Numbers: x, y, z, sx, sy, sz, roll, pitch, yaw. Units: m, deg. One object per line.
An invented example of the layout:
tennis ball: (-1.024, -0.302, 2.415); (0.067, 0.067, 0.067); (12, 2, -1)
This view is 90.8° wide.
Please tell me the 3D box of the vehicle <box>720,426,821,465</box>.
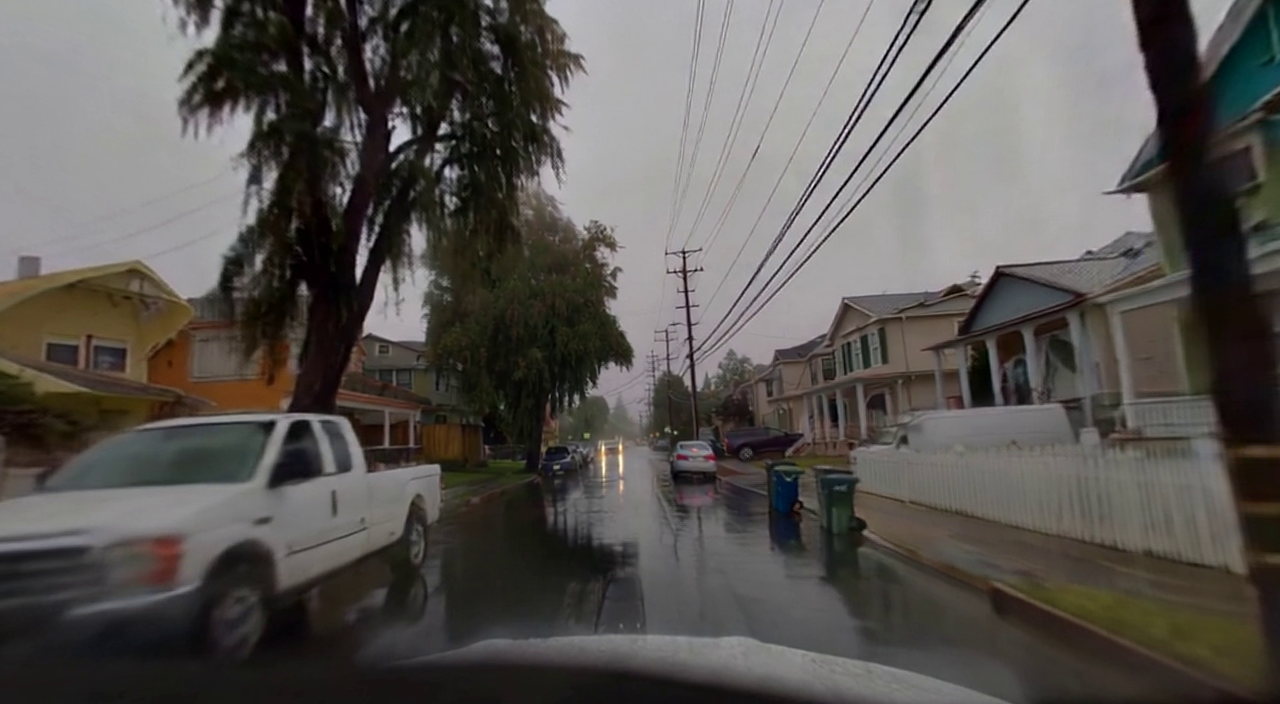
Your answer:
vehicle: (7.427, 5.333, 36.297); (5.274, 2.170, 2.205); (0, -7, -2)

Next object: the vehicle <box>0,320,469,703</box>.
vehicle: (-3.610, 1.296, 5.813); (2.399, 2.085, 5.589); (-3, -7, 1)

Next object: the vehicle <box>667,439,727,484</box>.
vehicle: (2.302, 4.532, 26.647); (2.043, 1.631, 4.613); (-1, -7, -1)

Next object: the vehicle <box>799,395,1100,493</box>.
vehicle: (7.026, 2.125, 14.925); (5.974, 2.066, 2.152); (1, -6, 0)

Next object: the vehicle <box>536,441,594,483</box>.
vehicle: (-3.860, 5.722, 33.406); (2.204, 1.655, 4.813); (-9, -7, 0)

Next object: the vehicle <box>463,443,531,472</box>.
vehicle: (-9.749, 7.209, 43.223); (4.088, 1.779, 2.109); (0, -5, 3)
